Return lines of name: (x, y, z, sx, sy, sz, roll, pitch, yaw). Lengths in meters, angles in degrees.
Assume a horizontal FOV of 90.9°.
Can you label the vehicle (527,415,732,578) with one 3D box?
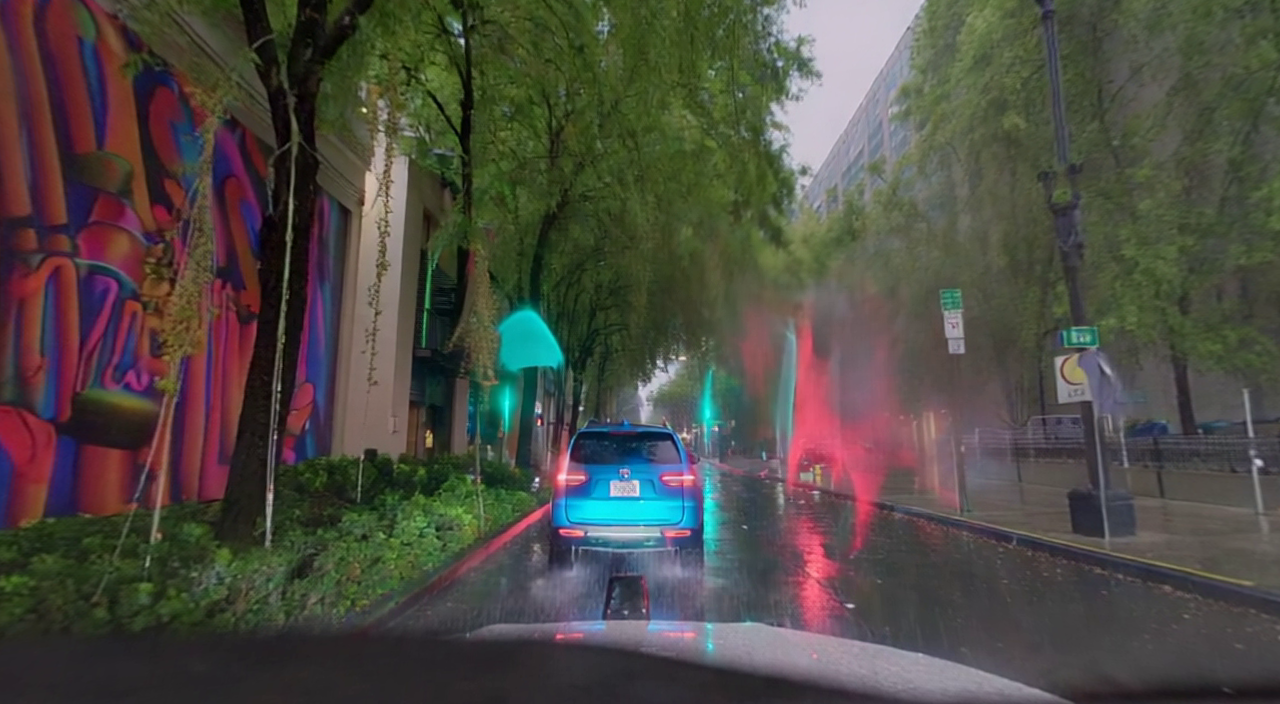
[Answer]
vehicle: (-0.131, 1.755, 8.389, 2.079, 1.621, 3.861, 0, -8, -1)
